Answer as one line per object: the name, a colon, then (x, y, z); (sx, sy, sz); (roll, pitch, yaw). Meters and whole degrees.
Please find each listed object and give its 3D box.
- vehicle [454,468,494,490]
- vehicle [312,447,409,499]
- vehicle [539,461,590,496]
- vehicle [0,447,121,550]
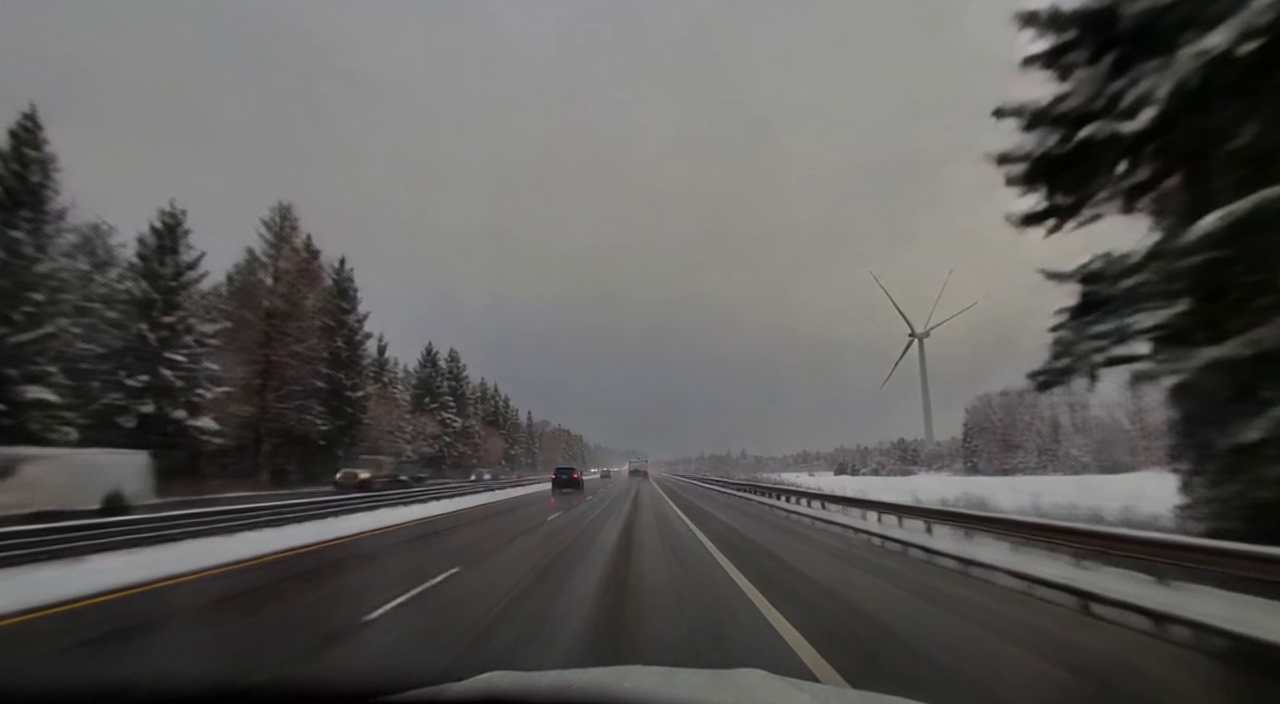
vehicle: (-12.405, 9.525, 47.418); (1.844, 1.561, 4.103); (1, -11, 0)
vehicle: (-16.486, 7.252, 37.879); (2.254, 2.753, 7.758); (1, -11, 0)
vehicle: (-3.975, 6.742, 33.793); (2.124, 1.705, 4.440); (0, -11, 1)
vehicle: (-12.488, 2.589, 11.178); (2.064, 1.818, 5.180); (1, -11, 0)
